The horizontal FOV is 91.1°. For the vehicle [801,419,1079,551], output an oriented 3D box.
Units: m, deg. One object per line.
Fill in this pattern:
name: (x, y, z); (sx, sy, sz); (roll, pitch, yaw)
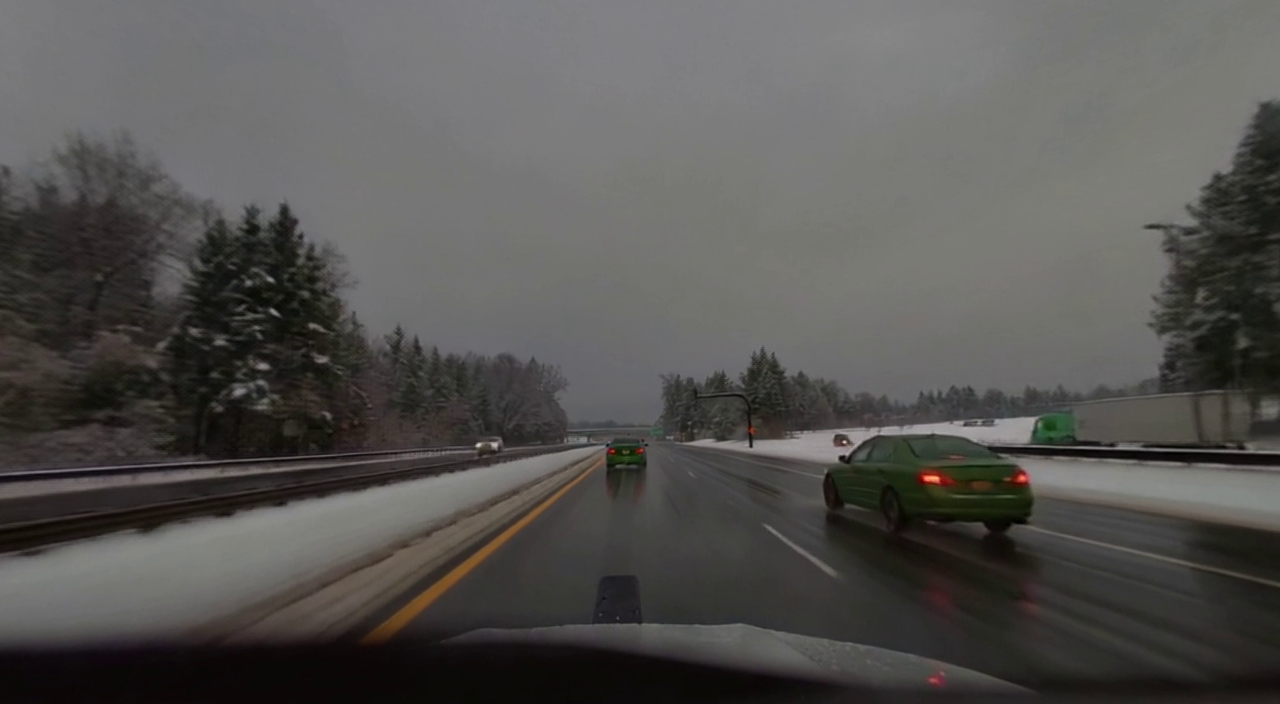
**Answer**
vehicle: (4.060, 1.838, 9.527); (2.010, 1.508, 4.285); (0, -8, -2)

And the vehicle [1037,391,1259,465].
vehicle: (33.585, 5.260, 43.274); (2.846, 4.056, 15.175); (-3, -7, 1)

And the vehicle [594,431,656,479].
vehicle: (-0.478, 3.454, 21.394); (1.897, 1.479, 3.724); (0, -8, 0)
